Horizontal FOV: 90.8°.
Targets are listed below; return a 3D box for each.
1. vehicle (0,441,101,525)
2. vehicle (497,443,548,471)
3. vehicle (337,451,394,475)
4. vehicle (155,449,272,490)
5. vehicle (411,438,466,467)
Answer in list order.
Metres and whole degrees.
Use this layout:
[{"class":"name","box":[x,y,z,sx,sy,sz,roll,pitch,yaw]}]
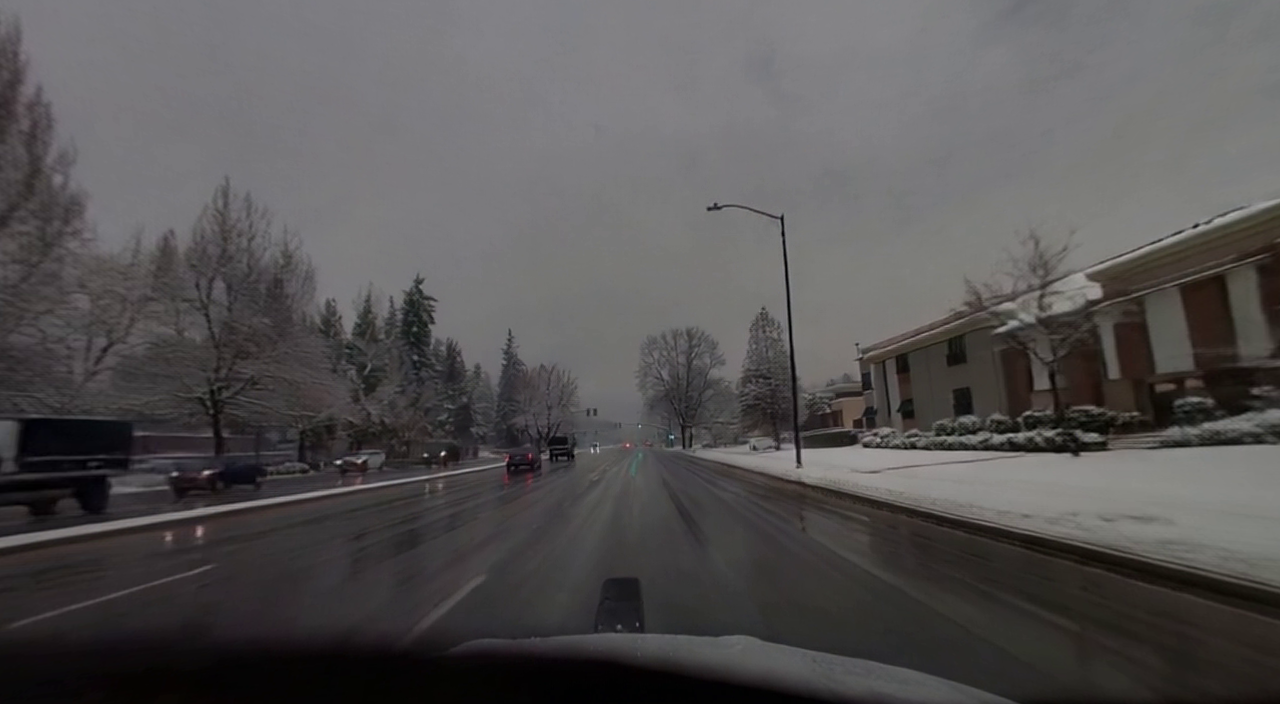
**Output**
[{"class":"vehicle","box":[-14.702,2.877,13.912,1.947,1.784,4.175,0,-9,0]},{"class":"vehicle","box":[-6.461,5.824,35.289,1.970,1.456,4.441,0,-9,0]},{"class":"vehicle","box":[-17.936,7.290,41.561,1.794,1.449,4.384,0,-9,0]},{"class":"vehicle","box":[-18.049,4.942,27.042,1.874,1.587,4.492,0,-9,0]},{"class":"vehicle","box":[-15.095,7.569,47.676,2.326,2.030,5.373,0,-9,1]}]
